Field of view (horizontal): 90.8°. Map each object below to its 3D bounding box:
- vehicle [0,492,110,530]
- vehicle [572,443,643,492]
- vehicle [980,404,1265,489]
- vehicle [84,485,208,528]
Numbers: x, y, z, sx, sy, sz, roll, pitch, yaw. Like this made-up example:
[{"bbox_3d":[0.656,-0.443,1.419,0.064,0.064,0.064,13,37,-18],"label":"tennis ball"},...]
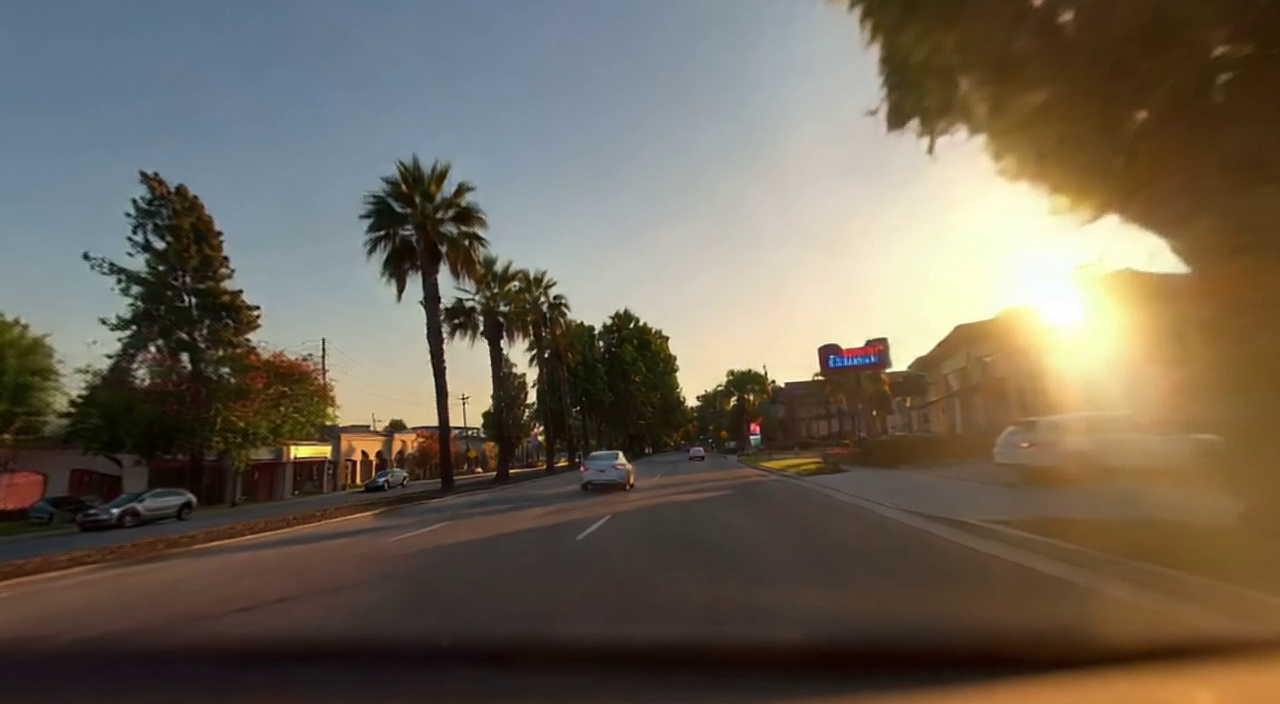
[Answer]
[{"bbox_3d":[-33.269,8.963,35.702,4.710,1.897,2.146,-1,-9,3],"label":"vehicle"},{"bbox_3d":[-1.174,4.533,25.166,2.147,1.745,4.648,-1,-9,5],"label":"vehicle"},{"bbox_3d":[10.696,2.175,14.447,4.577,1.750,2.115,-2,-9,8],"label":"vehicle"},{"bbox_3d":[-22.673,7.087,29.280,1.929,1.552,4.488,-1,-9,3],"label":"vehicle"}]
